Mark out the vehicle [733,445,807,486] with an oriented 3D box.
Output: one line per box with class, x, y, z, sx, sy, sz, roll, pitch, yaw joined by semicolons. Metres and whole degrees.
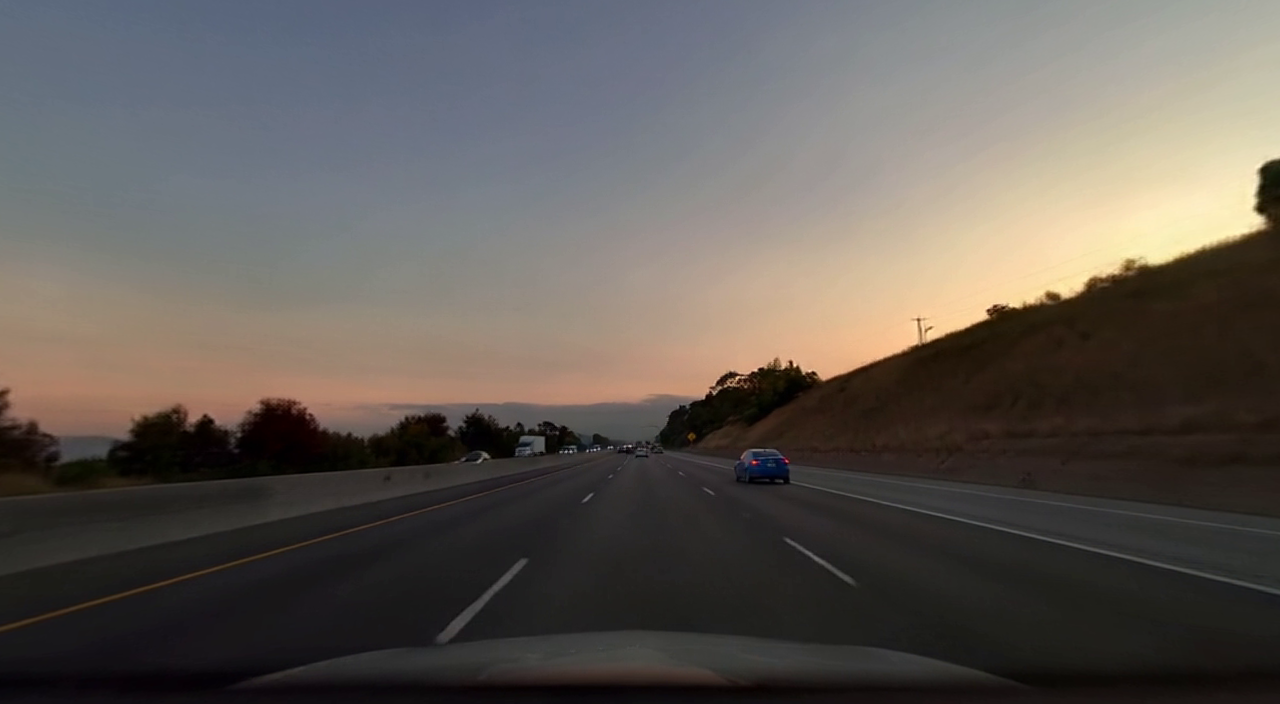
vehicle;4.966;4.385;24.682;1.967;1.472;3.751;0;-9;-2
